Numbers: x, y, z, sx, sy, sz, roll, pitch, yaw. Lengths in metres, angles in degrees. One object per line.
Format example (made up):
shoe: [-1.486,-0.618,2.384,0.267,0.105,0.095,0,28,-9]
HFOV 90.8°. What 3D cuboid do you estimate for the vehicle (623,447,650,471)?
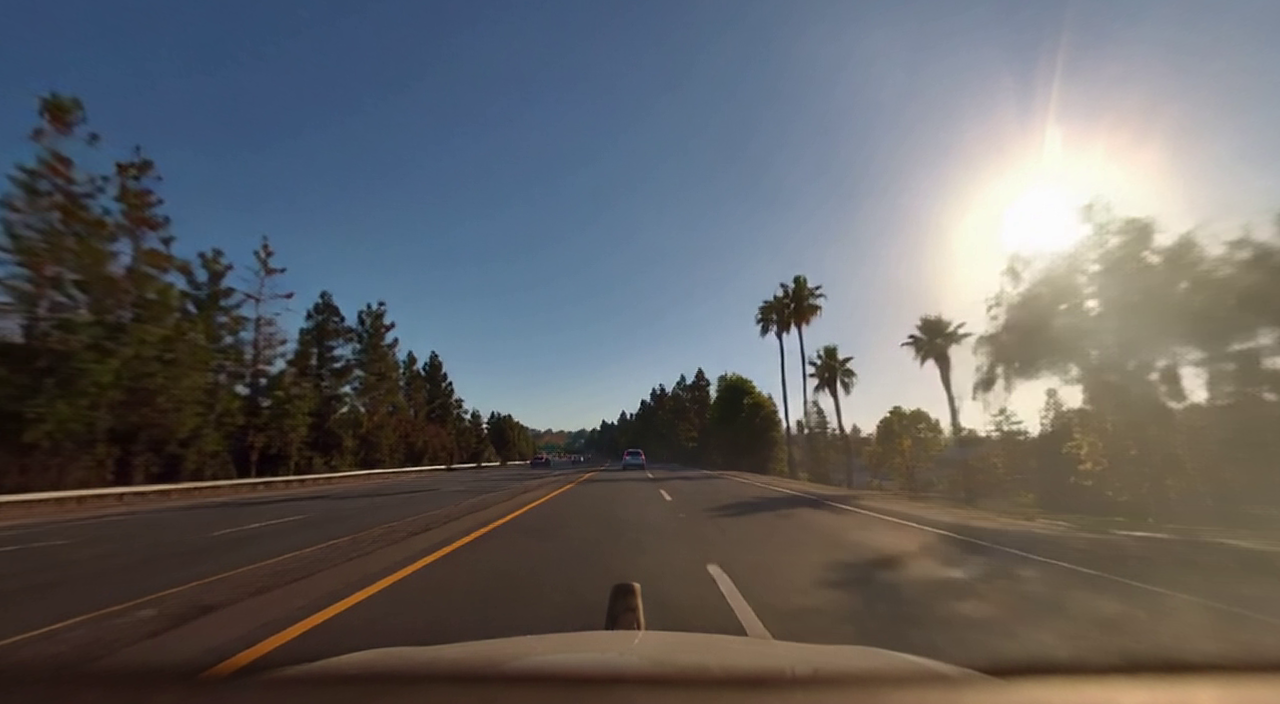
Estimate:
vehicle: [-0.319,8.320,49.308,2.001,1.688,4.128,0,-8,-2]
